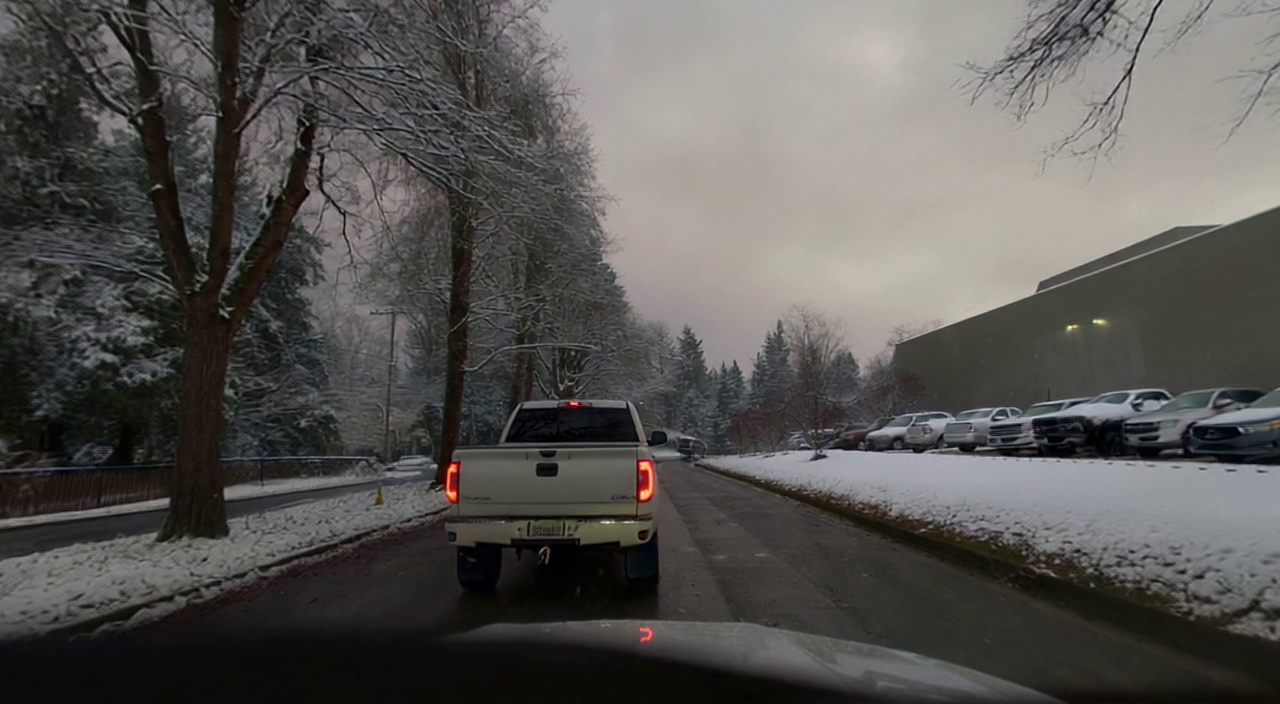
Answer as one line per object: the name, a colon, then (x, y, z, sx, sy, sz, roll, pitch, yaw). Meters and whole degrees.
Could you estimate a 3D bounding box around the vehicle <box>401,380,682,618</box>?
vehicle: (-0.682, 1.493, 7.453, 2.157, 1.816, 5.039, 0, -8, 2)

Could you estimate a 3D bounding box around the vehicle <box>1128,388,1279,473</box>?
vehicle: (11.879, 1.417, 11.477, 4.298, 1.392, 1.944, -1, -8, 2)
